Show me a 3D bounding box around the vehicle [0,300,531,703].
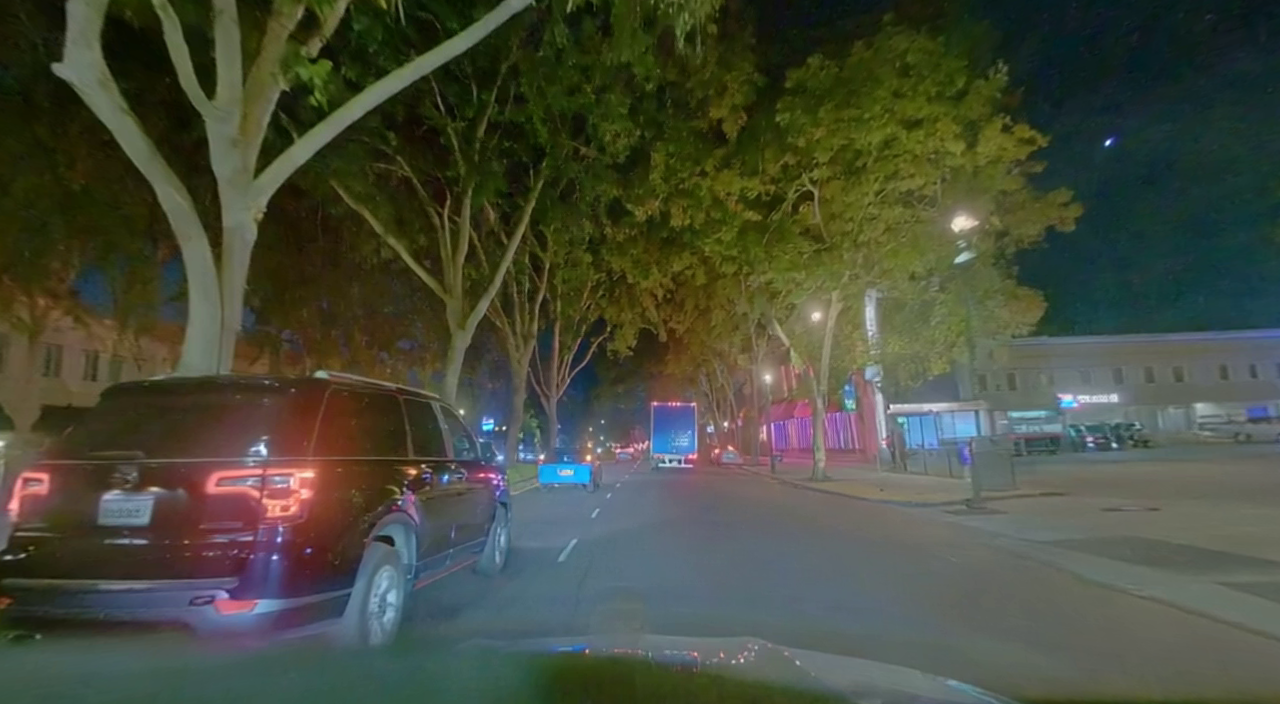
[{"bbox_3d":[-2.572,1.130,5.269,2.293,2.036,4.853,0,-9,2],"label":"vehicle"}]

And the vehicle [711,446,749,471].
[{"bbox_3d":[5.665,6.767,40.340,1.929,1.522,4.158,0,-9,2],"label":"vehicle"}]

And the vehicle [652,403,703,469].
[{"bbox_3d":[2.525,6.416,47.446,3.007,4.206,12.913,0,-9,0],"label":"vehicle"}]

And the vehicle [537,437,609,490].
[{"bbox_3d":[-2.296,4.012,23.010,2.040,1.711,4.475,0,-9,1],"label":"vehicle"}]

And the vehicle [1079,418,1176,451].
[{"bbox_3d":[29.205,5.016,38.090,2.007,1.869,4.771,0,-9,1],"label":"vehicle"}]

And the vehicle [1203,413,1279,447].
[{"bbox_3d":[35.309,4.457,36.079,1.910,1.799,4.724,-4,-9,1],"label":"vehicle"}]
